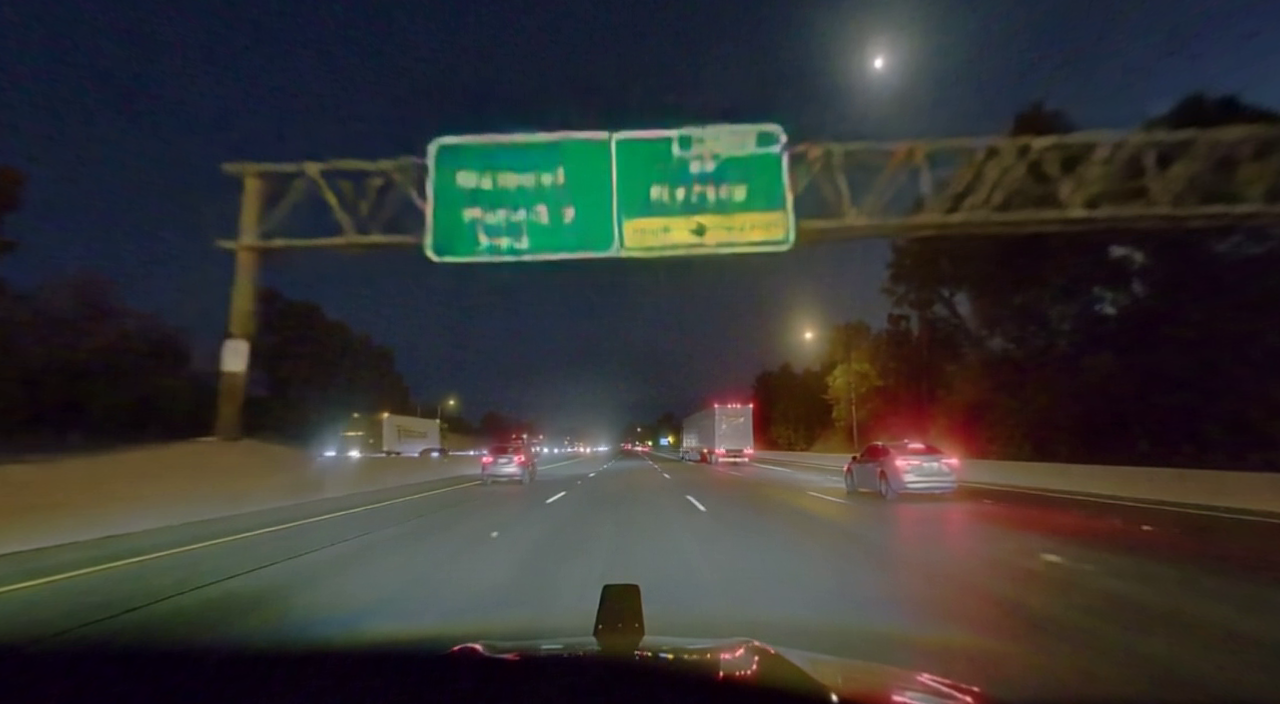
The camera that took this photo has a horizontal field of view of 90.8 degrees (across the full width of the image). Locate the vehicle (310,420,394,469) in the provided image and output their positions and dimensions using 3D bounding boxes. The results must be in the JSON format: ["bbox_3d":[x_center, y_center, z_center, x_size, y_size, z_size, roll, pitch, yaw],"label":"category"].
[{"bbox_3d":[-20.859,6.780,46.248,2.949,3.338,6.668,0,-9,0],"label":"vehicle"}]

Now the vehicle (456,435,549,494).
[{"bbox_3d":[-4.214,3.516,20.048,2.027,1.651,4.099,0,-9,0],"label":"vehicle"}]

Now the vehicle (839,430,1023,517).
[{"bbox_3d":[6.309,2.679,14.405,1.991,1.647,4.409,0,-9,-1],"label":"vehicle"}]

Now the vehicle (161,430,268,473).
[{"bbox_3d":[-24.388,5.746,36.584,2.205,2.293,5.841,0,-9,-1],"label":"vehicle"}]
